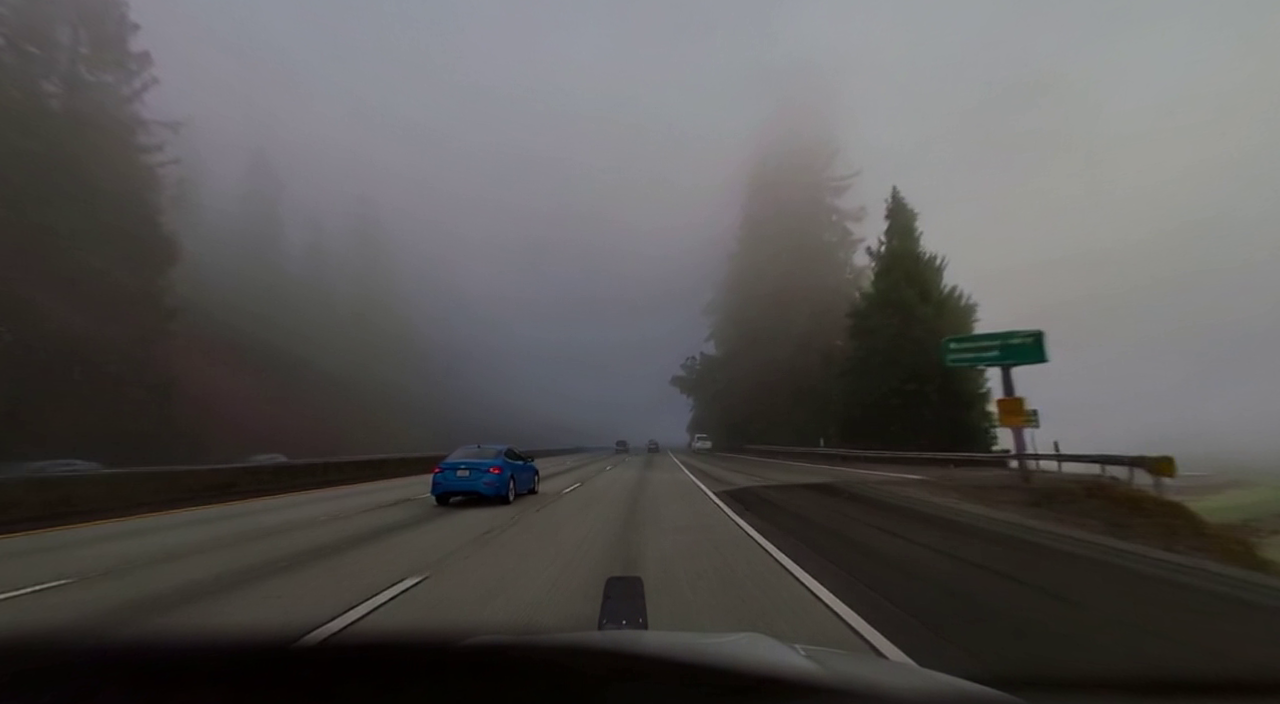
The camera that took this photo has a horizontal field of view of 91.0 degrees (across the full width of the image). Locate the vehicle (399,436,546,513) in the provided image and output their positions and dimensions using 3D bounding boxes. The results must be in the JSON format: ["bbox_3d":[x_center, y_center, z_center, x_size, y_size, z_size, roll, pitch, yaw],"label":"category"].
[{"bbox_3d":[-3.543,2.680,14.319,1.996,1.454,4.495,0,-8,2],"label":"vehicle"}]

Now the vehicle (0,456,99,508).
[{"bbox_3d":[-19.194,3.947,19.308,1.713,1.413,3.824,0,-8,1],"label":"vehicle"}]

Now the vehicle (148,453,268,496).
[{"bbox_3d":[-15.589,4.408,22.952,1.825,1.369,3.529,0,-8,0],"label":"vehicle"}]
